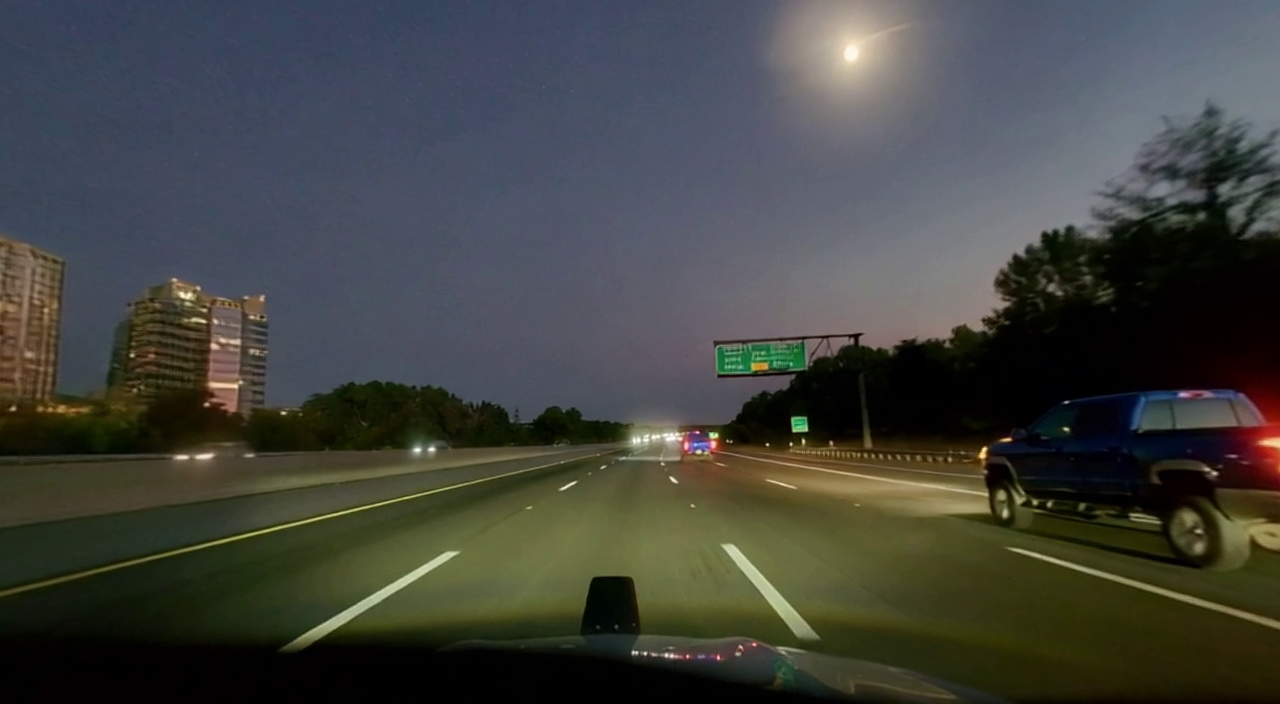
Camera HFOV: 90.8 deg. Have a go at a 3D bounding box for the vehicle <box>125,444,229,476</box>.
[{"bbox_3d":[-22.954,5.357,31.561,1.785,1.475,4.412,-1,-9,2],"label":"vehicle"}]

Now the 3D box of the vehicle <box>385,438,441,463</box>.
[{"bbox_3d":[-15.402,6.720,43.109,2.020,1.584,4.650,-1,-9,1],"label":"vehicle"}]

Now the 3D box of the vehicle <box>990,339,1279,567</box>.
[{"bbox_3d":[7.511,1.372,8.751,2.158,2.268,5.396,0,-9,0],"label":"vehicle"}]

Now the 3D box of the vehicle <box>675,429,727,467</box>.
[{"bbox_3d":[3.415,5.532,36.420,2.462,1.984,4.718,0,-9,0],"label":"vehicle"}]
